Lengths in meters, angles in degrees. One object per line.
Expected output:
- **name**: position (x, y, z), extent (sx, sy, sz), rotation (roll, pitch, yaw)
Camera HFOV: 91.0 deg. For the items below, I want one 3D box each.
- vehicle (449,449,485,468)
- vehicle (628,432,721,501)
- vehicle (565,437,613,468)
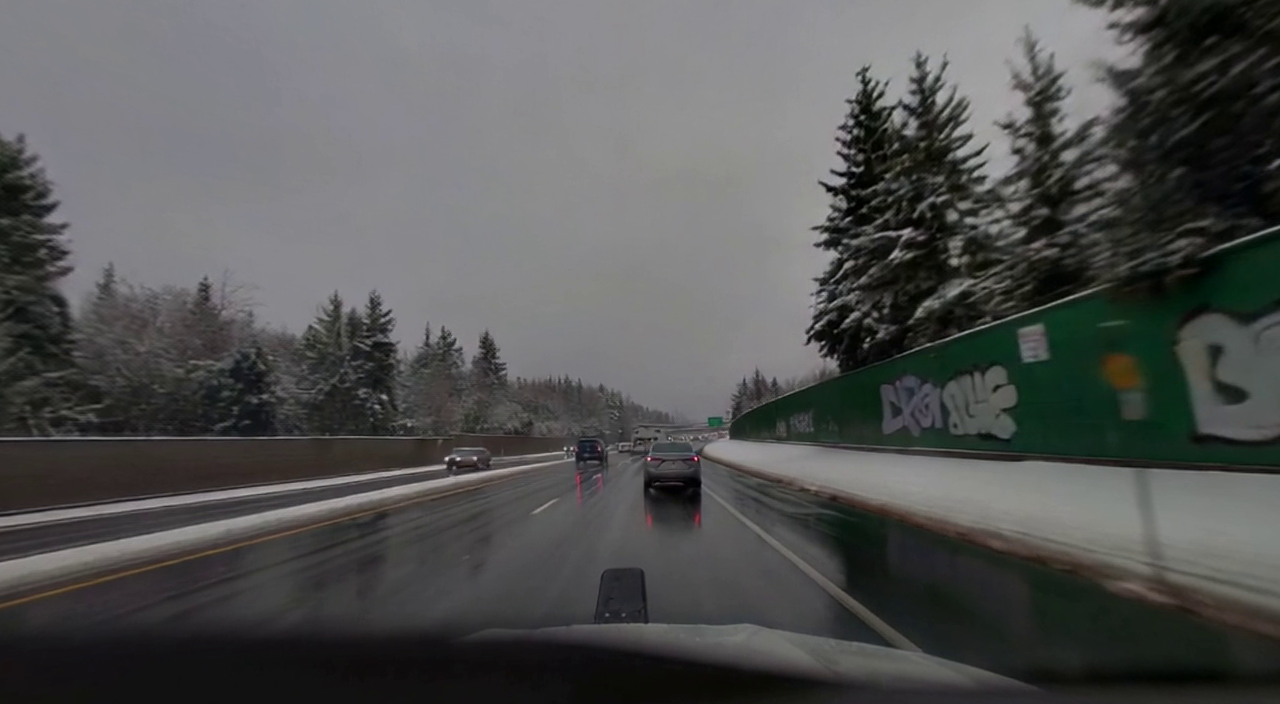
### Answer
- **vehicle**: position (-13.330, 8.219, 48.695), extent (1.684, 1.412, 3.399), rotation (0, -8, 3)
- **vehicle**: position (0.789, 2.829, 15.997), extent (2.077, 1.533, 3.854), rotation (0, -8, 1)
- **vehicle**: position (-2.696, 5.387, 34.032), extent (2.105, 1.571, 3.727), rotation (0, -8, 3)
